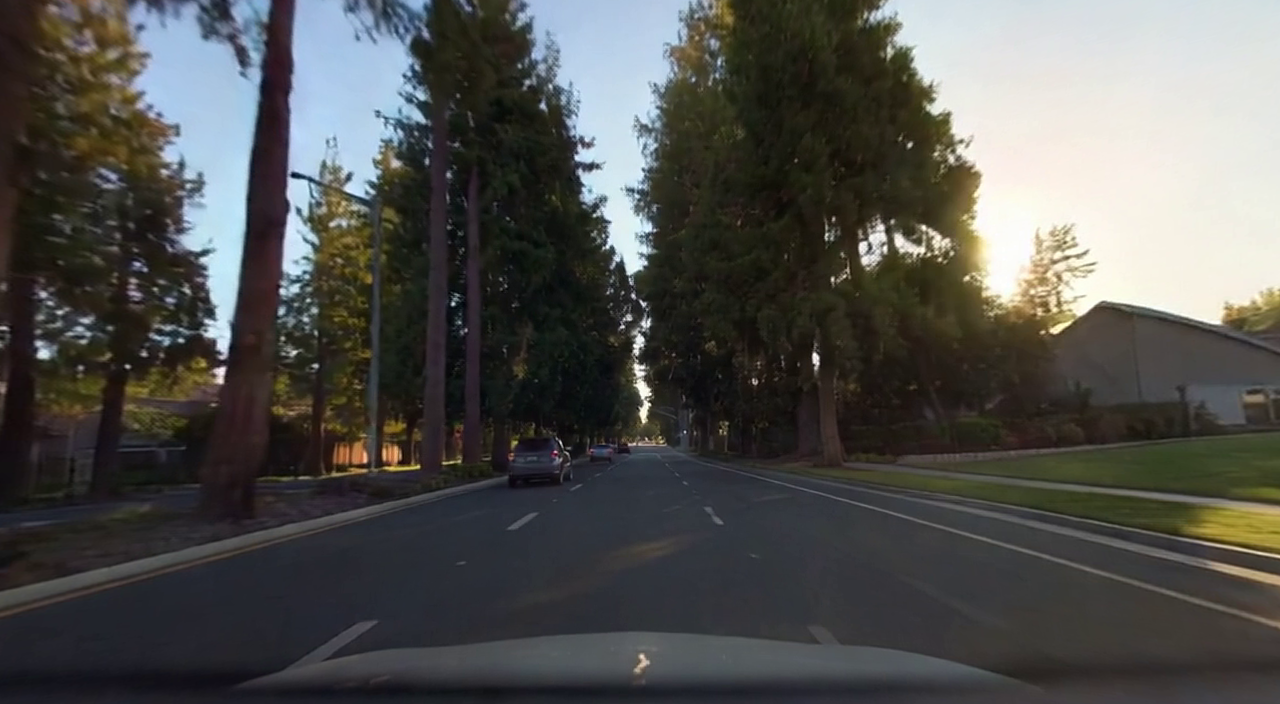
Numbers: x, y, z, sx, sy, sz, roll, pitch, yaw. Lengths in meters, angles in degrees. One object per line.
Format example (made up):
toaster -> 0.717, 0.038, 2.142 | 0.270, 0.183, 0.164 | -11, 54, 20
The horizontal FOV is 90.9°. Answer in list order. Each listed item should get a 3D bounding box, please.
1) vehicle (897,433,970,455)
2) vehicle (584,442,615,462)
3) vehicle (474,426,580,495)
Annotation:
vehicle -> 21.053, 6.626, 45.364 | 4.288, 1.450, 1.892 | -1, -9, 2
vehicle -> -3.039, 7.660, 48.435 | 2.021, 1.466, 4.330 | 0, -9, 1
vehicle -> -2.999, 3.023, 17.842 | 2.058, 1.671, 4.704 | 0, -9, 1
